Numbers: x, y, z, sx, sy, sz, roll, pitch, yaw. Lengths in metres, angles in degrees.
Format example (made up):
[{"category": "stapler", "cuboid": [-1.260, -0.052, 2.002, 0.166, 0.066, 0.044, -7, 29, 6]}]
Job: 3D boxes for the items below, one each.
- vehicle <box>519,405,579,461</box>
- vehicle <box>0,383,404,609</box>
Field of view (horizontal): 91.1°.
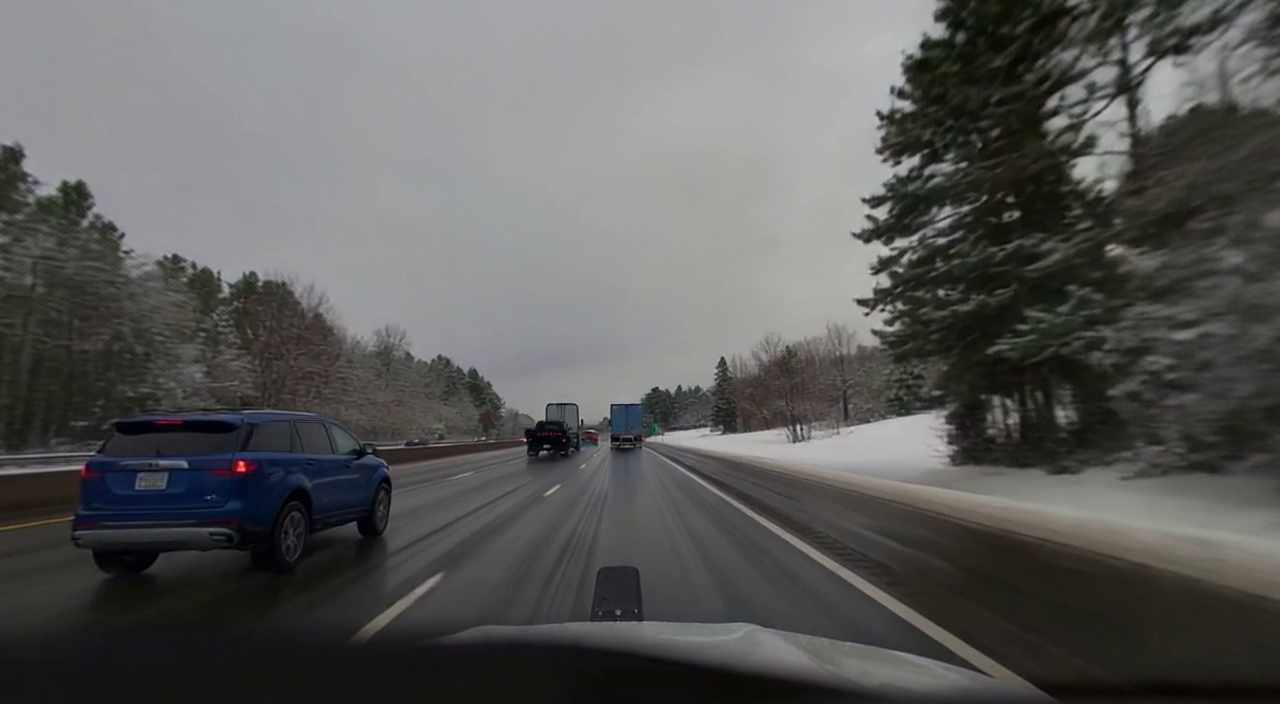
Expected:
[{"category": "vehicle", "cuboid": [-4.765, 4.376, 33.957, 2.383, 2.726, 5.677, 0, -8, 0]}, {"category": "vehicle", "cuboid": [-4.515, 1.364, 6.967, 2.089, 1.669, 4.515, 0, -8, -1]}]
